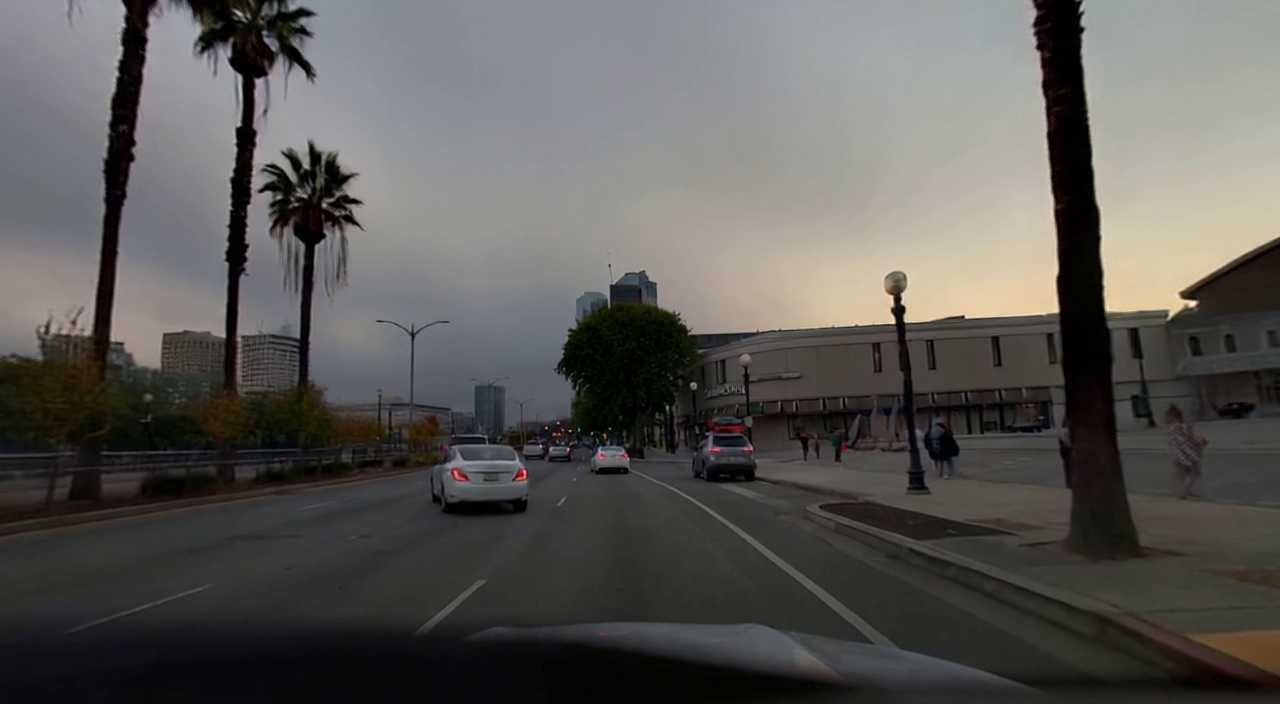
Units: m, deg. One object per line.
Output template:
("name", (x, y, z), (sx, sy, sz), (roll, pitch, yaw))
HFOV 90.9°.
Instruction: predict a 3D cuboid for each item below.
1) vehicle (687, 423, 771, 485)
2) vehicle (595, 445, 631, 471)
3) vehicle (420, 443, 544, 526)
("vehicle", (3.355, 4.008, 24.920), (2.126, 2.167, 5.098), (0, -9, -5))
("vehicle", (-1.655, 6.297, 37.699), (1.972, 1.473, 4.000), (1, -9, -5))
("vehicle", (-3.656, 2.771, 13.929), (1.930, 1.477, 4.657), (3, -9, -22))
